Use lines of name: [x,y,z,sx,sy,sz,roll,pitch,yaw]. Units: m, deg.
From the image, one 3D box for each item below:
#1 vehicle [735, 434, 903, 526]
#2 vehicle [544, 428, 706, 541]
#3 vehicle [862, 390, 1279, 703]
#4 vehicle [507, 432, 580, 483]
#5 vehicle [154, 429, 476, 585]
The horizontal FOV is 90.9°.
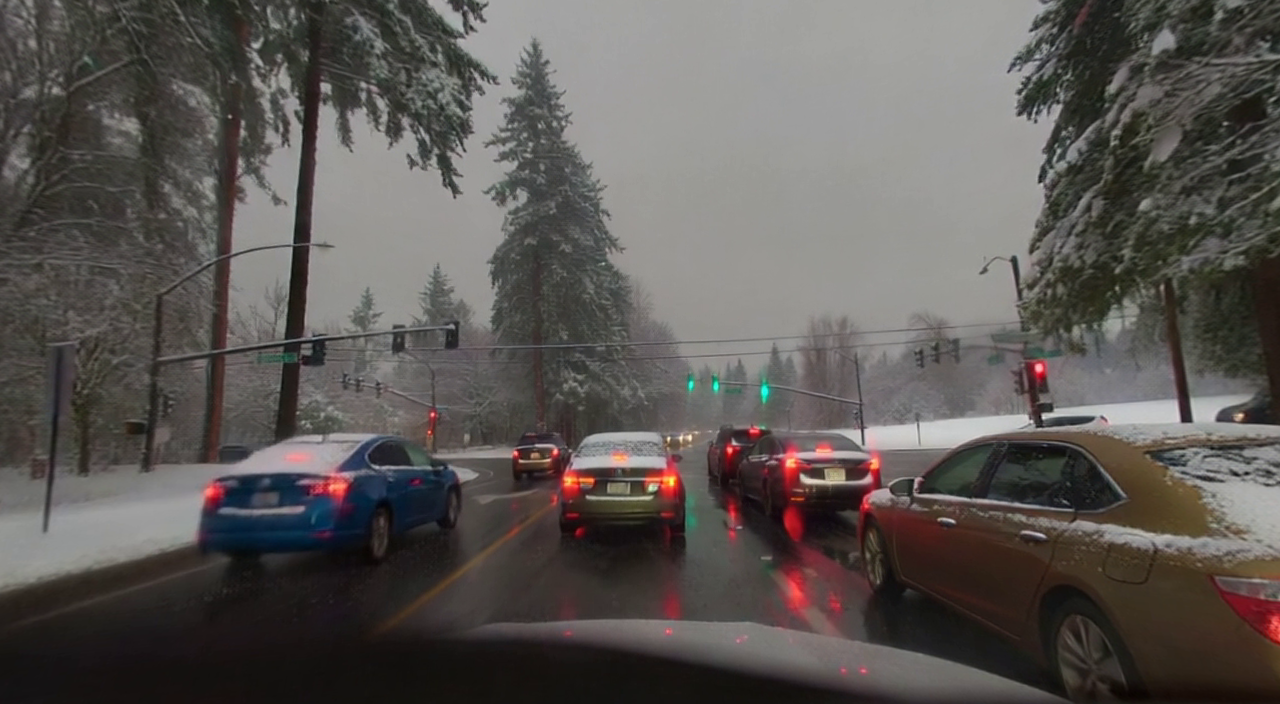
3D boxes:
vehicle: [3.195,2.345,12.306,1.975,1.460,4.357,0,-8,0]
vehicle: [-0.209,2.055,10.360,2.147,1.479,3.803,0,-8,0]
vehicle: [3.145,1.153,4.036,1.903,1.480,4.270,0,-8,0]
vehicle: [-3.474,3.877,23.454,1.961,1.714,4.268,0,-8,1]
vehicle: [-3.732,1.831,8.383,1.935,1.482,4.433,0,-8,0]
